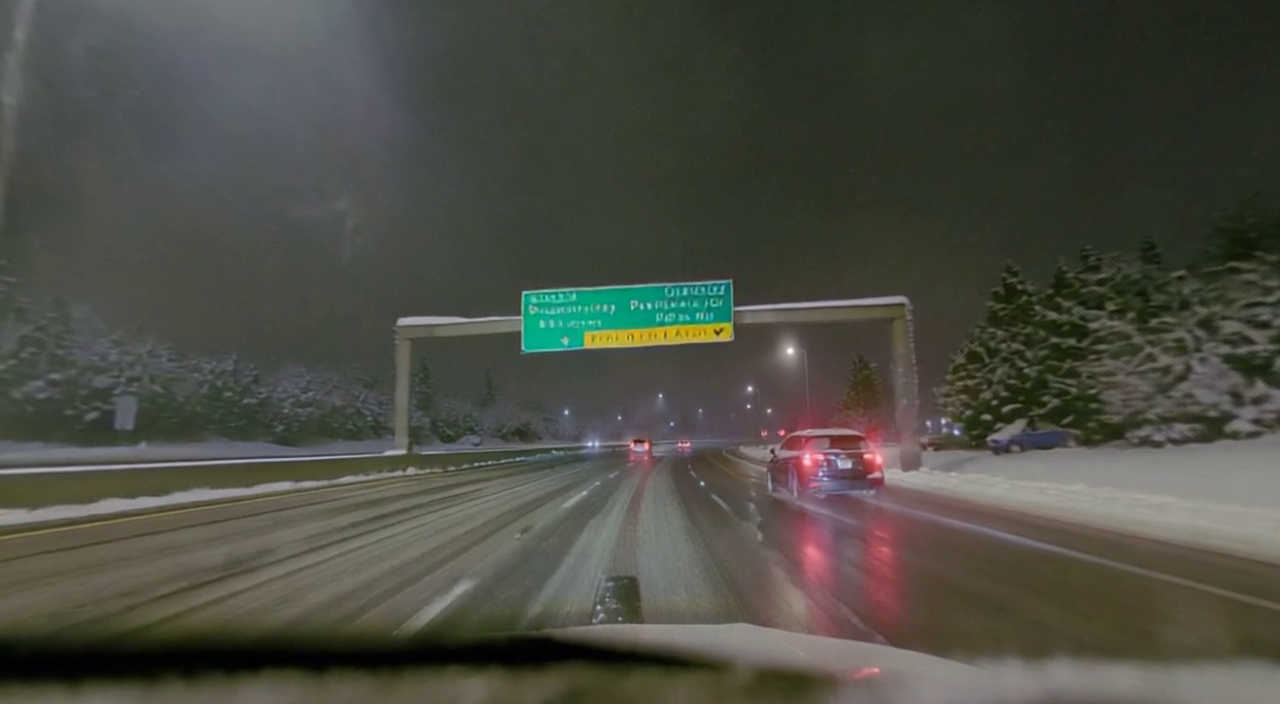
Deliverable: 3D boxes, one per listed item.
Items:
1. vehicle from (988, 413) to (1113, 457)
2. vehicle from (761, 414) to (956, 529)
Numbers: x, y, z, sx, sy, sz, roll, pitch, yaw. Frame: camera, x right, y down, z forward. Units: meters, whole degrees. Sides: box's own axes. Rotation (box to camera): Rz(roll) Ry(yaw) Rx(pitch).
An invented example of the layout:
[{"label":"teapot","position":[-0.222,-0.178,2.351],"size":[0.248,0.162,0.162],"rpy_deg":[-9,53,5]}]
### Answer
[{"label":"vehicle","position":[23.685,4.879,36.506],"size":[5.707,2.048,2.282],"rpy_deg":[-10,-13,34]},{"label":"vehicle","position":[3.734,2.134,11.731],"size":[2.090,1.715,4.228],"rpy_deg":[0,-9,0]}]
